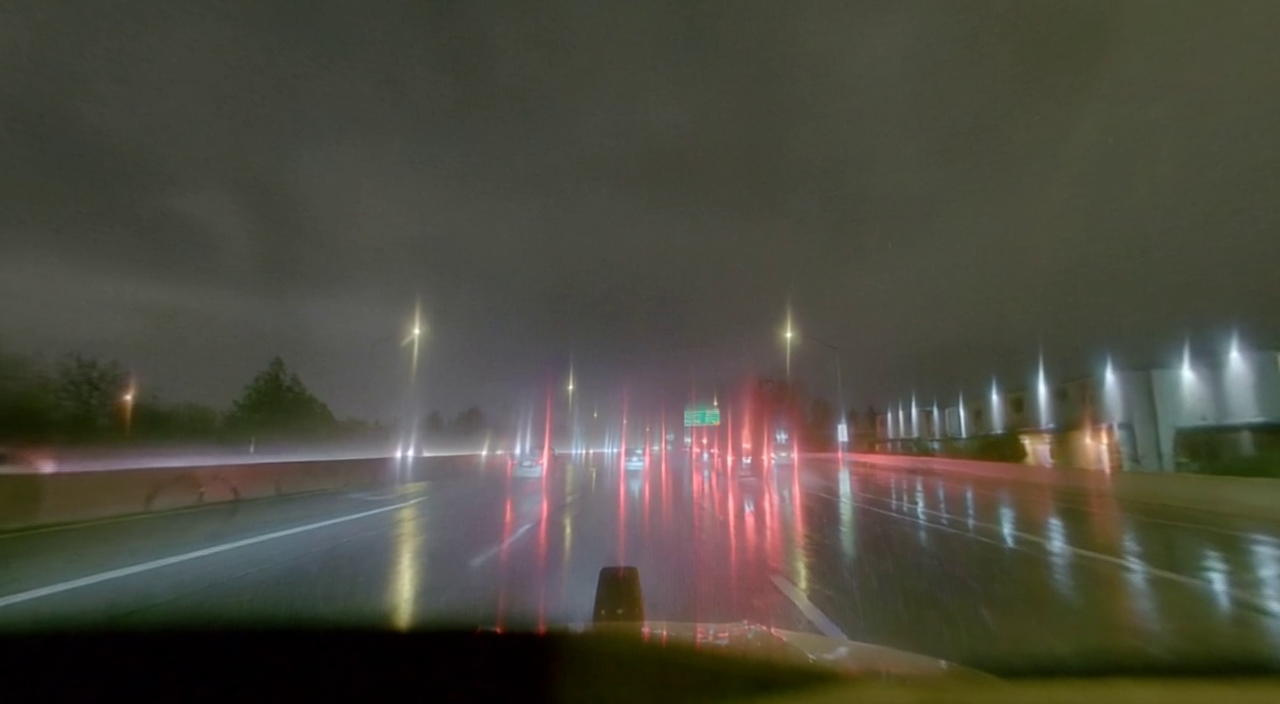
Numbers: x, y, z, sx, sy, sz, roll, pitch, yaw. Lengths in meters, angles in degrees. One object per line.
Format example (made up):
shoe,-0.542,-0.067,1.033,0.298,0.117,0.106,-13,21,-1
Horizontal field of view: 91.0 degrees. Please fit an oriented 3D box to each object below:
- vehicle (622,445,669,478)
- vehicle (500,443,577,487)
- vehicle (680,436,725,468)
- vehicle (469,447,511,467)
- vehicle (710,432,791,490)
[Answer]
vehicle,0.276,5.183,30.074,2.071,1.478,4.130,0,-9,1
vehicle,-3.708,4.196,23.755,1.996,1.488,4.451,0,-9,2
vehicle,4.524,7.467,47.061,2.802,2.151,6.579,0,-9,1
vehicle,-11.832,8.278,49.913,2.042,1.526,4.580,0,-9,3
vehicle,3.653,3.709,21.699,2.045,1.768,4.249,0,-9,0
